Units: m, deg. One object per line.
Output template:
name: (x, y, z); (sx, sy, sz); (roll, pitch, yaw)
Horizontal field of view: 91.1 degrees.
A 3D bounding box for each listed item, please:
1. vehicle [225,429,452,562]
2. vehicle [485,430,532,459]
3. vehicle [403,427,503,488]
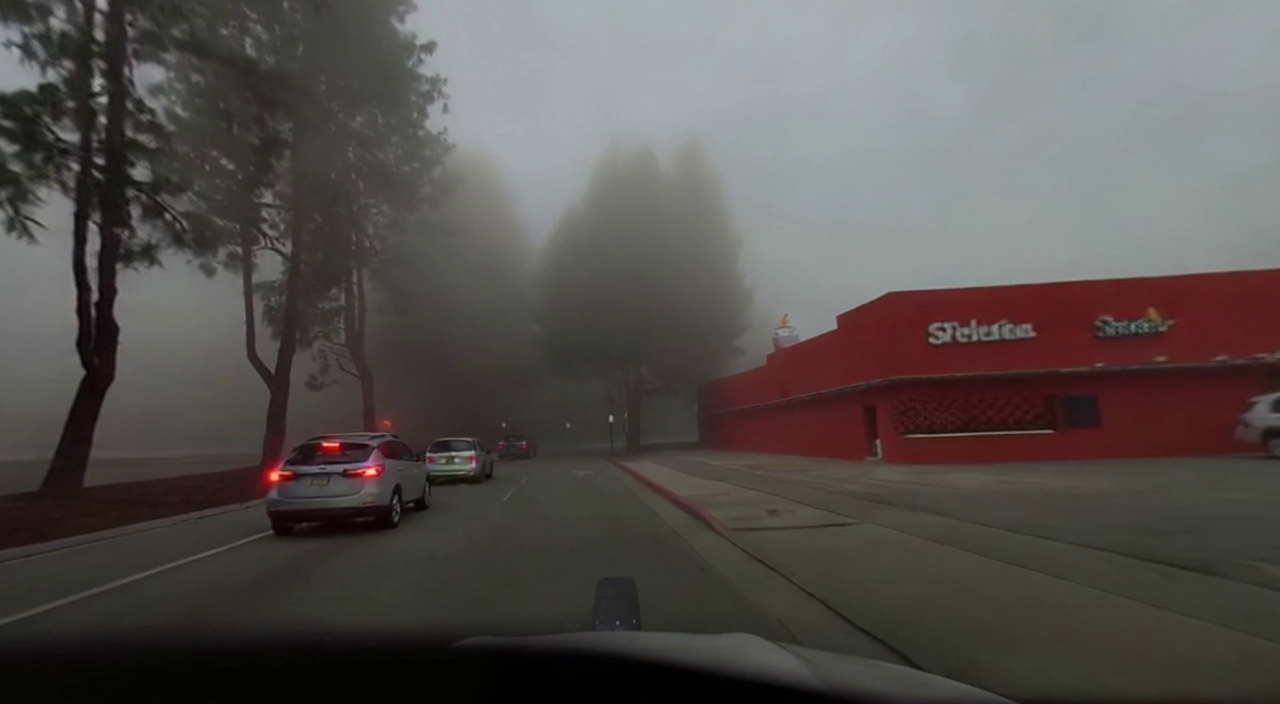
vehicle: (-4.216, 1.986, 9.614); (1.768, 1.539, 4.147); (1, -8, -6)
vehicle: (-7.021, 4.985, 33.997); (1.962, 1.424, 4.289); (0, -8, -5)
vehicle: (-5.071, 2.886, 17.646); (1.853, 1.478, 4.381); (0, -8, -5)
